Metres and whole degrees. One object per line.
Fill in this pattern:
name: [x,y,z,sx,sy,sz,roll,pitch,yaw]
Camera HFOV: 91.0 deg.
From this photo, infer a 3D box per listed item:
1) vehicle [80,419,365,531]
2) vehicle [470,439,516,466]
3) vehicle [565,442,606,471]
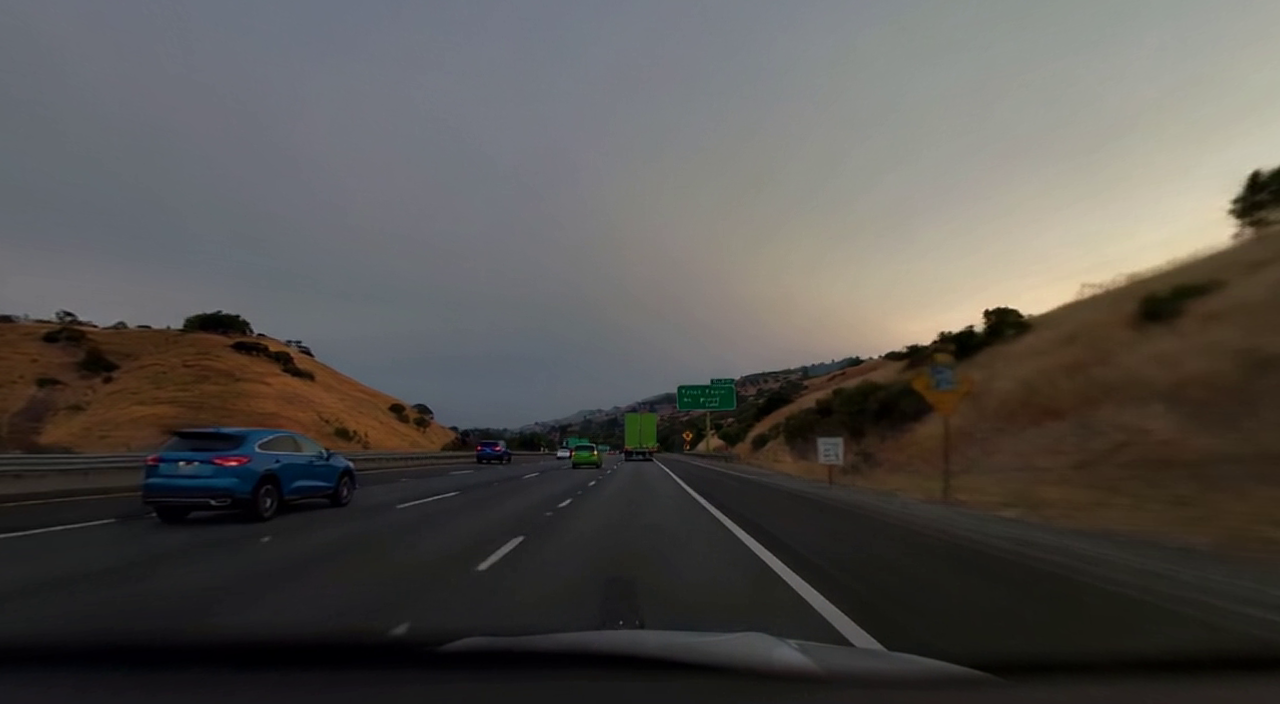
vehicle: [-7.450,2.259,12.077,2.098,1.678,4.822,1,-9,0]
vehicle: [-10.844,7.489,46.931,2.111,1.906,5.028,1,-9,1]
vehicle: [-3.445,6.801,41.037,2.194,1.725,4.698,1,-9,1]
